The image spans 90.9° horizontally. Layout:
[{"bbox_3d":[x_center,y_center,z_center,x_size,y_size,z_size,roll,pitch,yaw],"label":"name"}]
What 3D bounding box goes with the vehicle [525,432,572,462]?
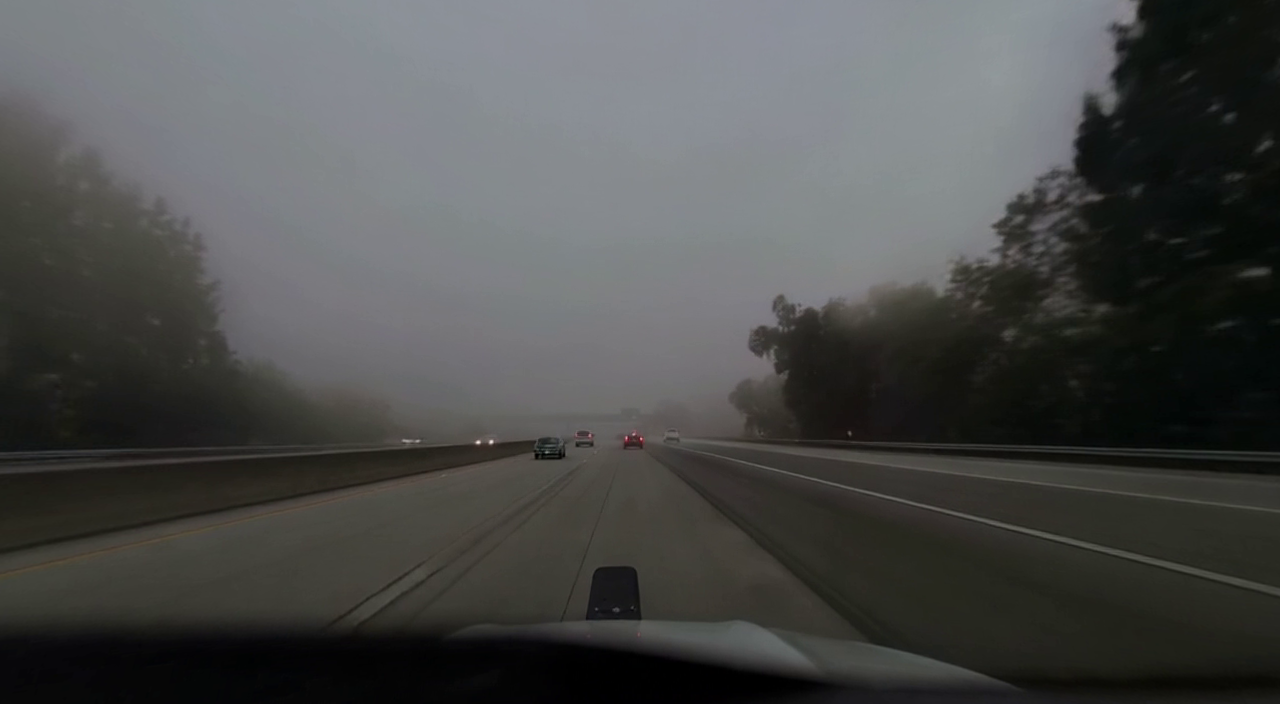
[{"bbox_3d":[-4.828,5.073,33.879,1.933,1.473,4.023,0,-8,0],"label":"vehicle"}]
